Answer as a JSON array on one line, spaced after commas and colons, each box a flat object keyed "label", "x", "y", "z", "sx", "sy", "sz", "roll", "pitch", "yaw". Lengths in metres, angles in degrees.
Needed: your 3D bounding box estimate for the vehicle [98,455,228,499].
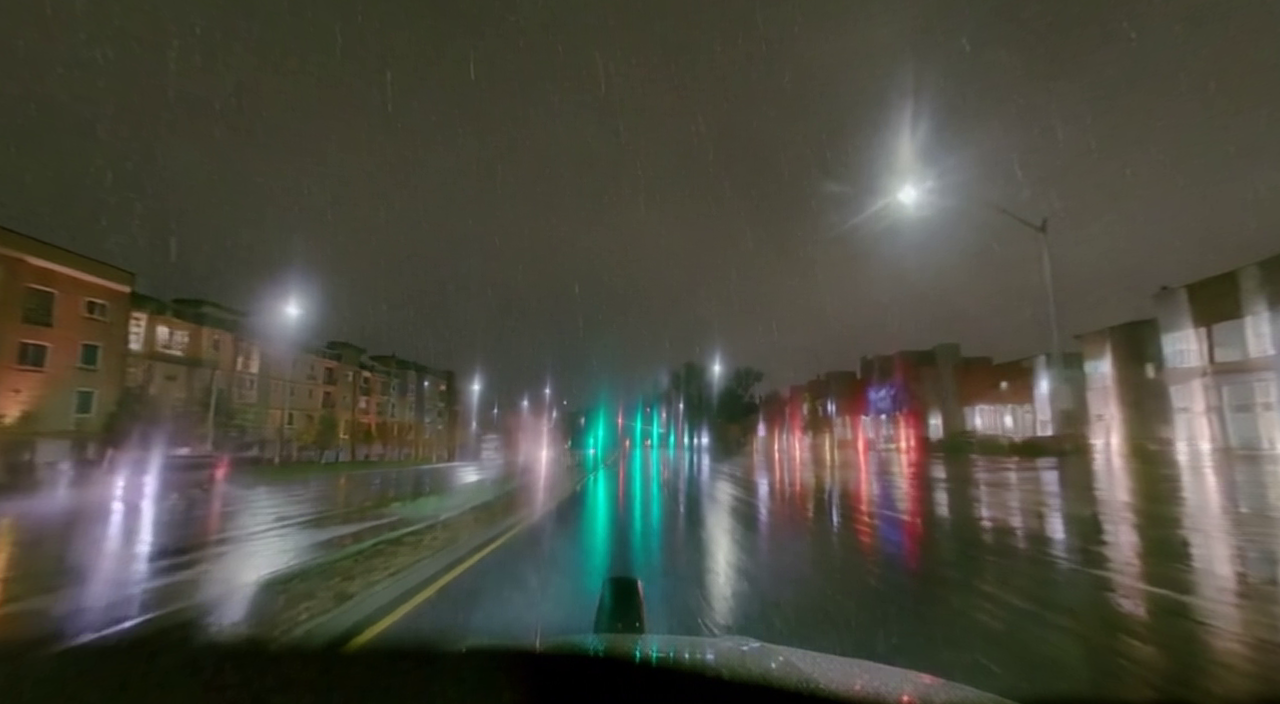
[{"label": "vehicle", "x": -19.260, "y": 5.040, "z": 25.811, "sx": 2.018, "sy": 1.476, "sz": 4.310, "roll": -2, "pitch": -8, "yaw": -1}]
